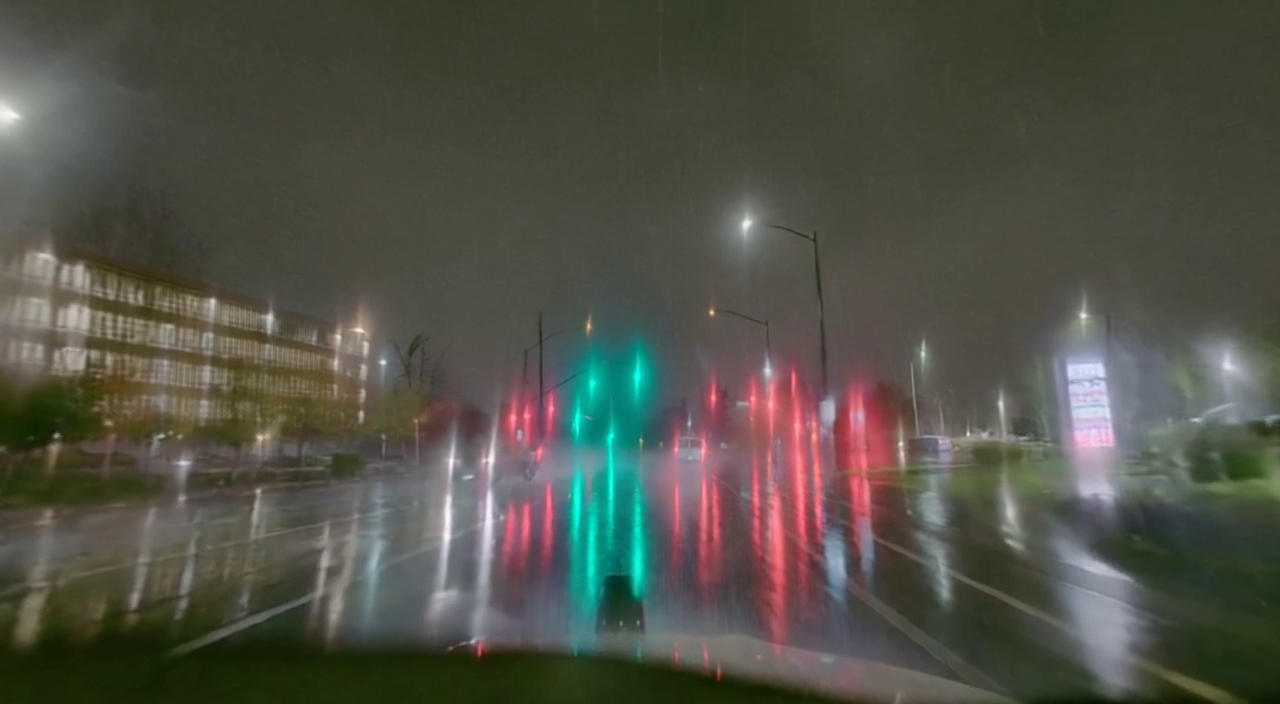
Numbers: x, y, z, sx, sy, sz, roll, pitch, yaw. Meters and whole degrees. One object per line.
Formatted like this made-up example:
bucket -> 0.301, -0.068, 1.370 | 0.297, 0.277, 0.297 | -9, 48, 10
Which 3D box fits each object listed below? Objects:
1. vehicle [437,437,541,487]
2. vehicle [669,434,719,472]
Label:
vehicle -> -5.607, 4.159, 24.264 | 2.183, 1.699, 4.974 | -1, -8, 8
vehicle -> 2.885, 5.250, 33.040 | 2.230, 1.827, 4.298 | -1, -9, 9
